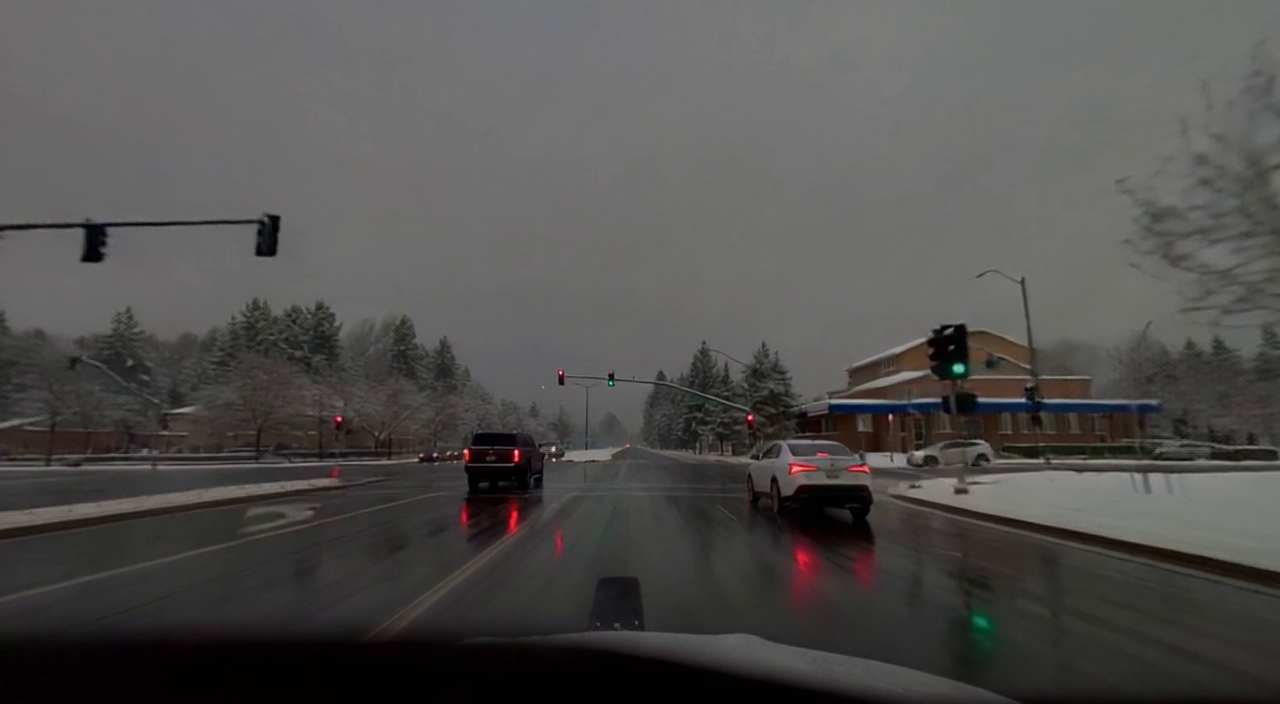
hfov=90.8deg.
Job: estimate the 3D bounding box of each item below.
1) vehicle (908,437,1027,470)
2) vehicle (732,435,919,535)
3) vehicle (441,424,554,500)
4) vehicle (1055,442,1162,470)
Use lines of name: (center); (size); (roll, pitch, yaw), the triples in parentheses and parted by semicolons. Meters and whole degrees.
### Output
vehicle: (19.928, 6.228, 38.662); (5.886, 1.798, 2.407); (-1, -9, 0)
vehicle: (3.205, 2.408, 12.143); (1.975, 1.502, 4.787); (0, -9, -2)
vehicle: (-3.711, 2.969, 17.400); (1.997, 1.806, 4.500); (0, -9, 1)
vehicle: (28.297, 6.273, 38.273); (4.874, 1.625, 1.930); (0, -9, 0)
